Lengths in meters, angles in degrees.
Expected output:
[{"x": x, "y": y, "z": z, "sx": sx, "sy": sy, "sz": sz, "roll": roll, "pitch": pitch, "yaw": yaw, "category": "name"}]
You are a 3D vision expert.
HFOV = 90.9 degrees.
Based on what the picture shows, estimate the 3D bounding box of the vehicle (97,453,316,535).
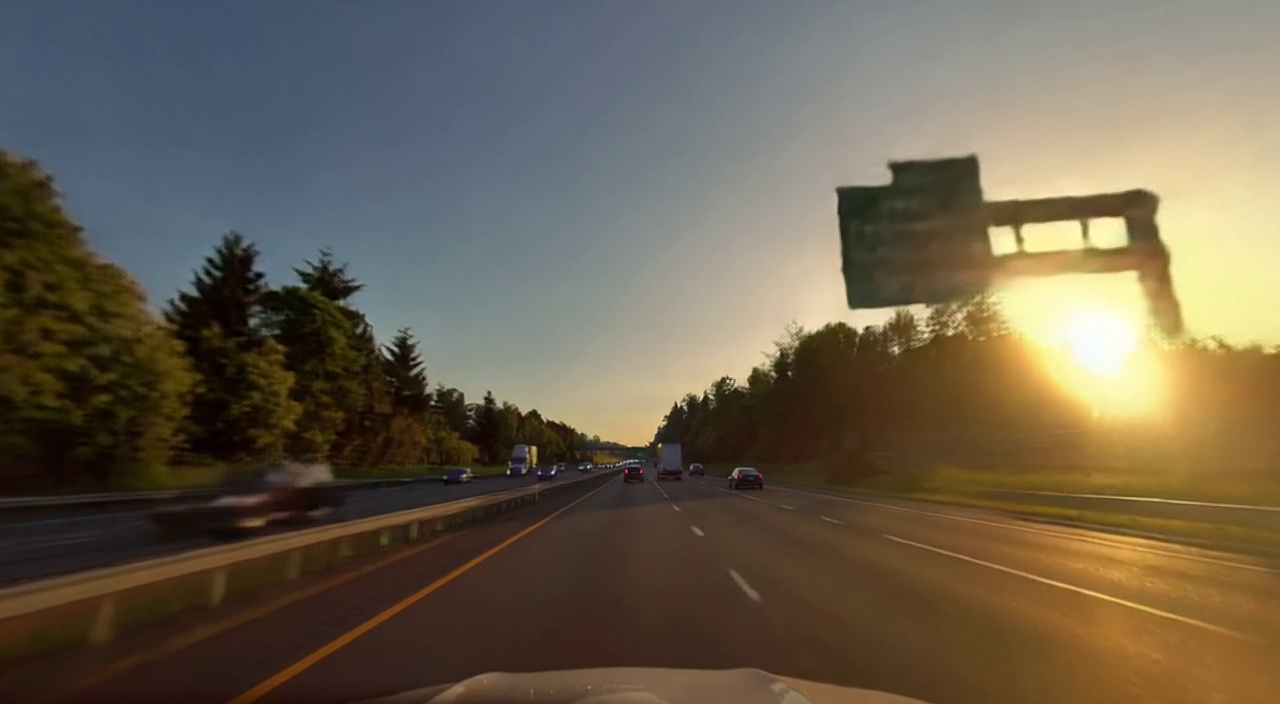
[{"x": -9.408, "y": 3.115, "z": 14.234, "sx": 1.910, "sy": 1.532, "sz": 4.251, "roll": 1, "pitch": -10, "yaw": 0, "category": "vehicle"}]

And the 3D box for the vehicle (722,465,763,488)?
[{"x": 6.969, "y": 8.512, "z": 43.232, "sx": 1.977, "sy": 1.494, "sz": 4.311, "roll": 1, "pitch": -10, "yaw": -2, "category": "vehicle"}]

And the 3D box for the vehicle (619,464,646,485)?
[{"x": -0.571, "y": 9.394, "z": 48.469, "sx": 2.025, "sy": 1.452, "sz": 3.927, "roll": 1, "pitch": -10, "yaw": -1, "category": "vehicle"}]
